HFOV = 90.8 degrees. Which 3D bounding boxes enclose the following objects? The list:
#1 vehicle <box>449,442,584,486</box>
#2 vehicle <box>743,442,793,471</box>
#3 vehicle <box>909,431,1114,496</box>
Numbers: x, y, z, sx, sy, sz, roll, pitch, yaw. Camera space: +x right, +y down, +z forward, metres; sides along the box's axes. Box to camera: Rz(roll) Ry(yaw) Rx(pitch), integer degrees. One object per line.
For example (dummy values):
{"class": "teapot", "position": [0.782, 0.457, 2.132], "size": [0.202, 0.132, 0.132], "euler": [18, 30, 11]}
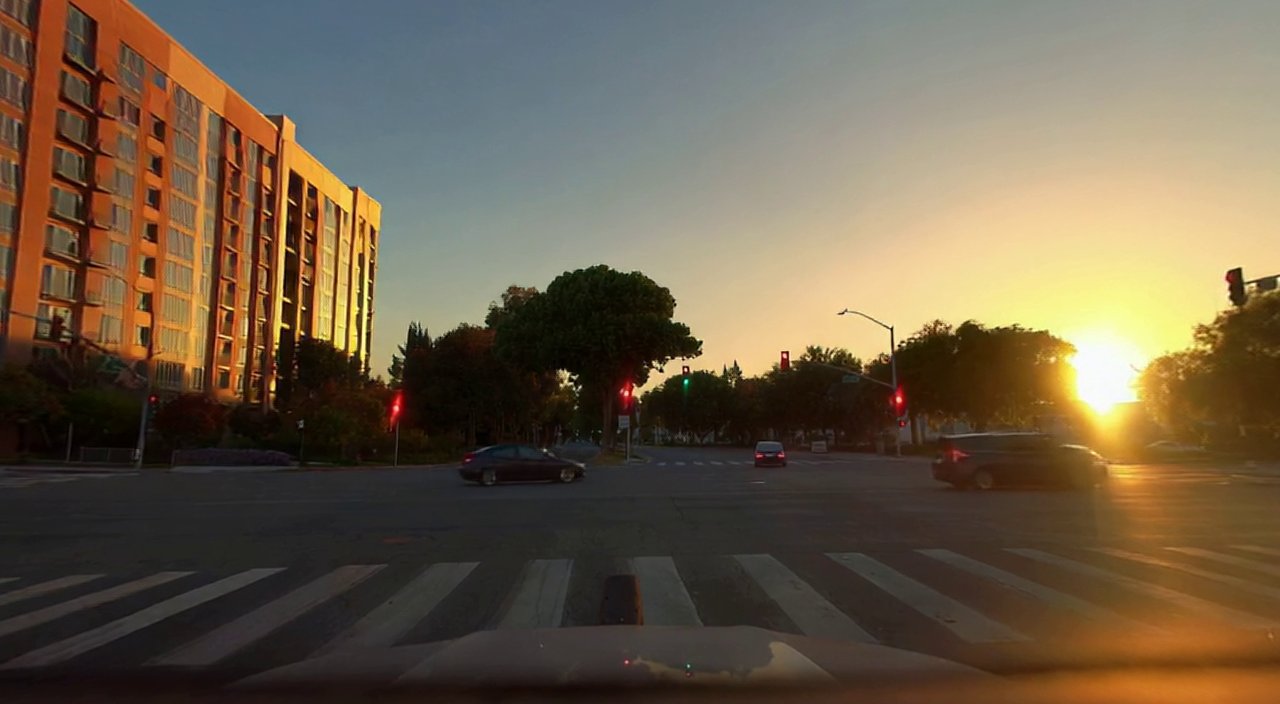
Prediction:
{"class": "vehicle", "position": [-4.462, 4.003, 22.863], "size": [4.424, 1.454, 2.043], "euler": [3, -9, -23]}
{"class": "vehicle", "position": [7.465, 5.986, 36.452], "size": [1.955, 1.569, 4.397], "euler": [-4, -9, 22]}
{"class": "vehicle", "position": [11.087, 3.329, 19.100], "size": [4.923, 1.800, 2.153], "euler": [1, -8, -6]}
